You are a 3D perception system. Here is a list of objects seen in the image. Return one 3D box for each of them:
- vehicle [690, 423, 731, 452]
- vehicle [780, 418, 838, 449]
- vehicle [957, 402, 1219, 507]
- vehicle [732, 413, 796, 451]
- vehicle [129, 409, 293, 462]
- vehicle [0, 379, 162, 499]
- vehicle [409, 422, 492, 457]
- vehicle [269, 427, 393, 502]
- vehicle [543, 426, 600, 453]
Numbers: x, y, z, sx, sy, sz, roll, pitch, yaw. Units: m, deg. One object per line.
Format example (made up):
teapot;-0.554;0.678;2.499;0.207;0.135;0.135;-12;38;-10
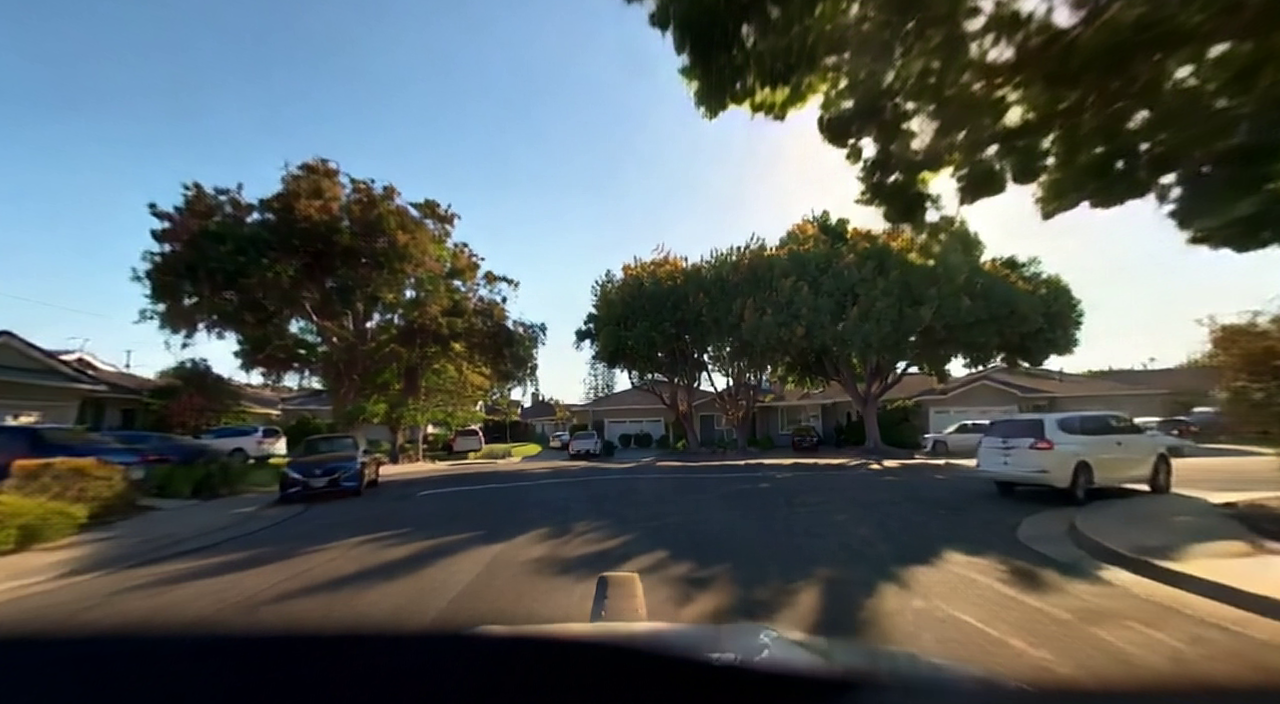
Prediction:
vehicle;4.007;4.922;36.475;1.833;1.540;3.532;-1;-7;-2
vehicle;9.827;4.812;37.153;2.160;1.695;4.183;-1;-7;-1
vehicle;9.126;1.996;12.870;4.863;1.784;2.109;3;-8;-26
vehicle;6.997;4.603;36.317;2.455;2.018;5.271;-1;-7;-1
vehicle;-14.996;2.938;22.227;4.400;1.717;2.067;-2;-7;7
vehicle;-11.851;1.513;10.911;5.143;1.832;2.461;0;-7;-2
vehicle;-10.664;4.877;35.324;2.305;1.824;5.096;7;-10;-44
vehicle;-7.339;2.582;15.201;2.236;1.459;4.832;3;-8;-25
vehicle;-4.194;5.233;37.827;1.932;1.518;4.343;3;-8;-27
